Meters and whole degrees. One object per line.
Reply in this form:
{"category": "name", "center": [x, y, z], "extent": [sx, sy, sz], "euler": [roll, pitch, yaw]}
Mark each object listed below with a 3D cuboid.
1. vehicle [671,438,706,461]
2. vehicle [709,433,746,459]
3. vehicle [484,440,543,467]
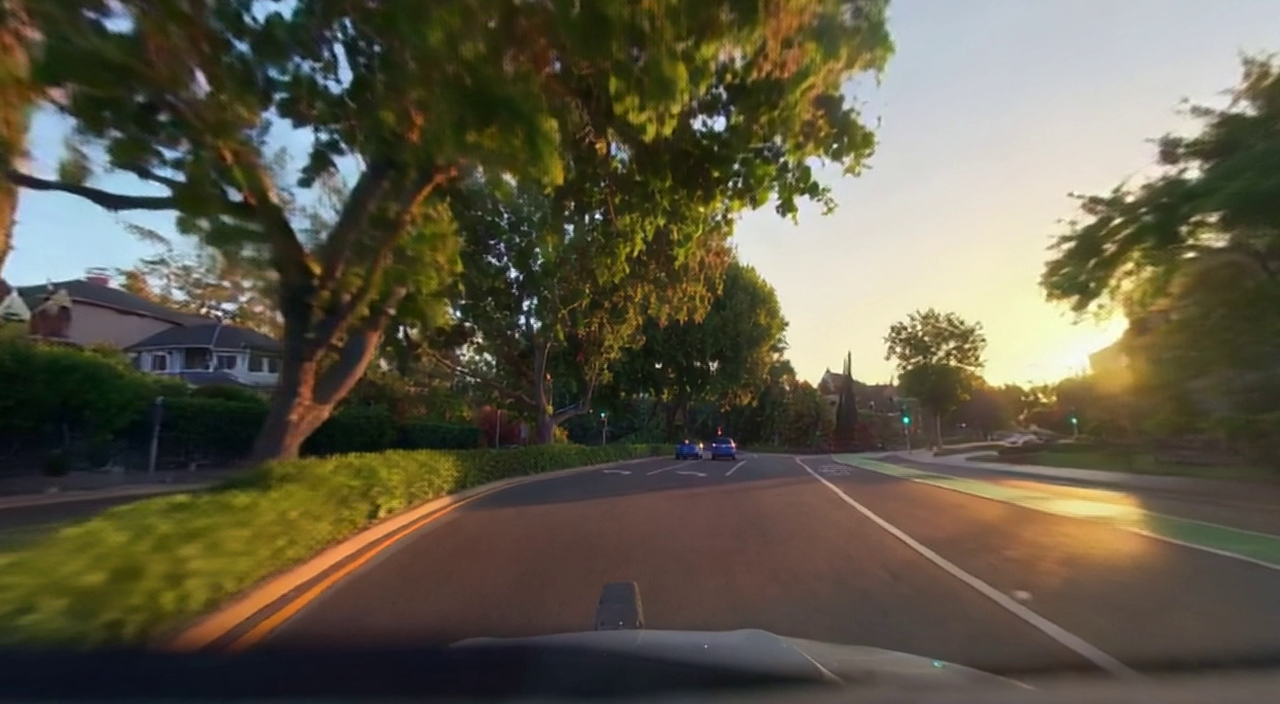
{"category": "vehicle", "center": [3.447, 6.808, 44.284], "extent": [1.923, 1.498, 3.887], "euler": [-2, -9, 12]}
{"category": "vehicle", "center": [6.318, 6.712, 45.019], "extent": [2.286, 1.701, 4.395], "euler": [-2, -9, 11]}
{"category": "vehicle", "center": [-7.498, 6.108, 38.035], "extent": [1.947, 1.486, 4.862], "euler": [-1, -9, 8]}
